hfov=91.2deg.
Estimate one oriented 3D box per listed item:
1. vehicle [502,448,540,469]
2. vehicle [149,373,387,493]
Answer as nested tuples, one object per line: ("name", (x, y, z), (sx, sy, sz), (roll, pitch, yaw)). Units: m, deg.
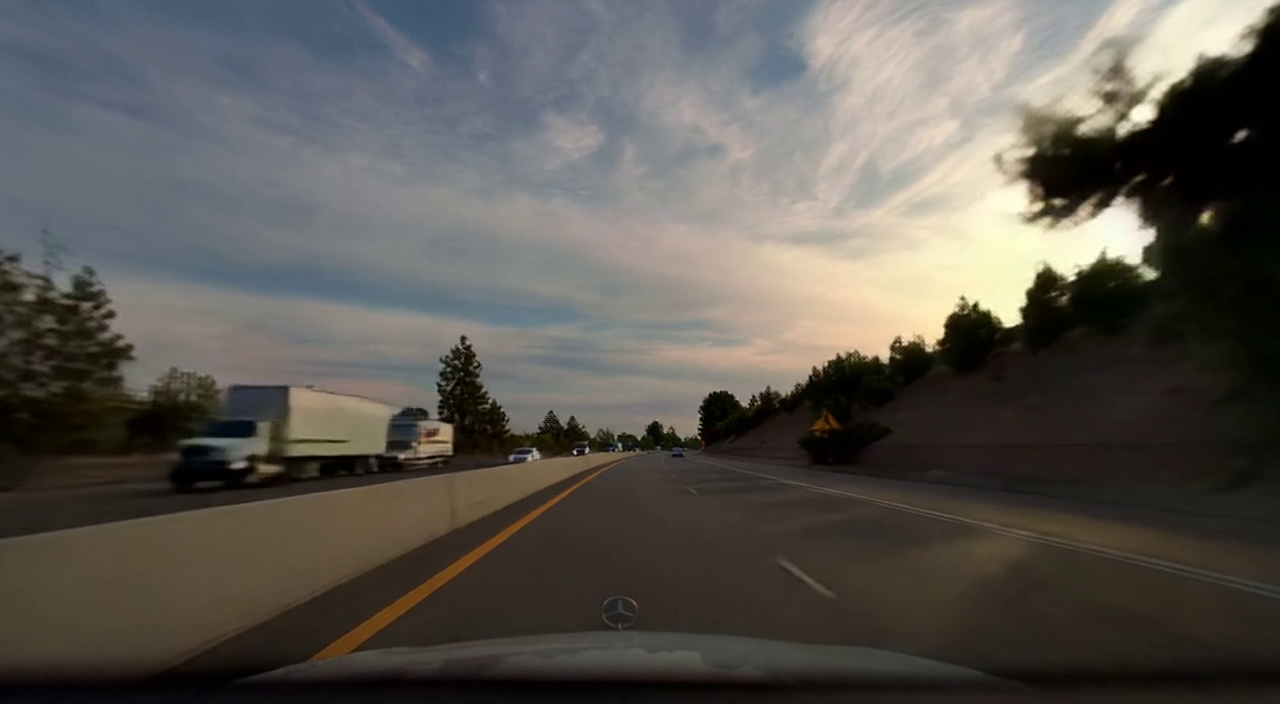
("vehicle", (-9.254, 8.277, 48.986), (2.026, 1.496, 4.495), (0, -9, 1))
("vehicle", (-13.764, 3.324, 24.886), (3.071, 3.733, 10.252), (0, -9, 0))
